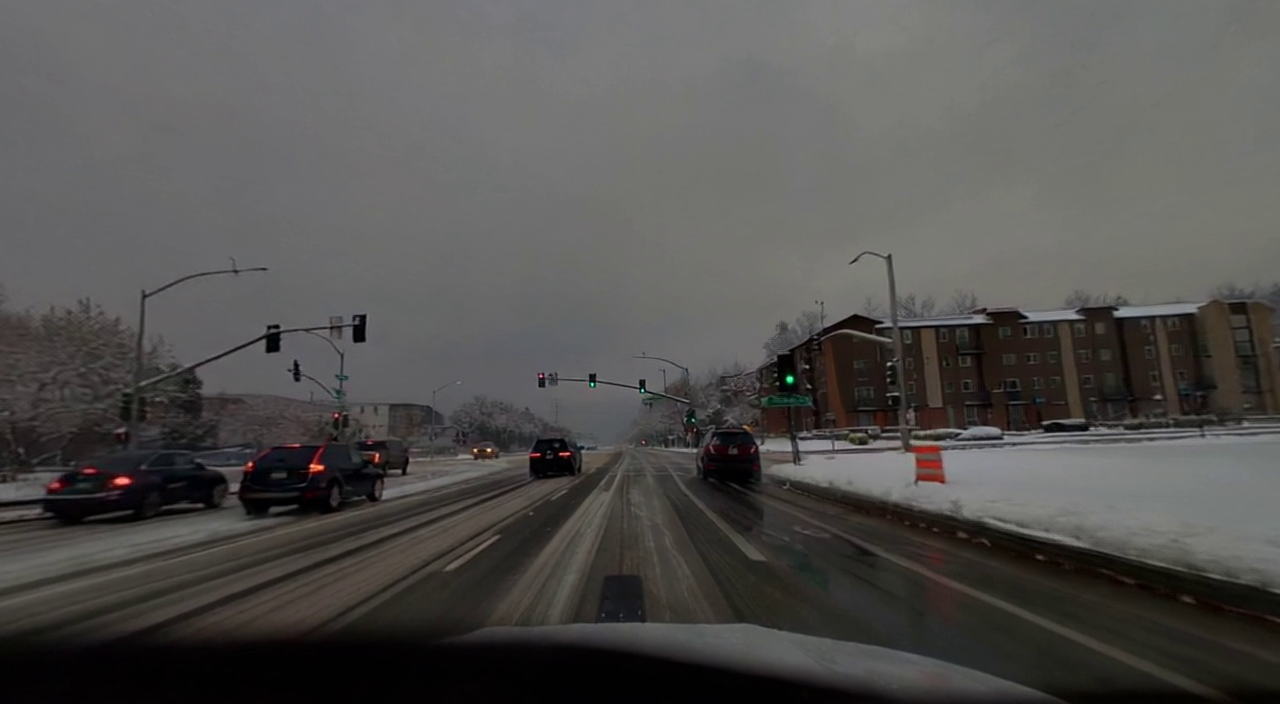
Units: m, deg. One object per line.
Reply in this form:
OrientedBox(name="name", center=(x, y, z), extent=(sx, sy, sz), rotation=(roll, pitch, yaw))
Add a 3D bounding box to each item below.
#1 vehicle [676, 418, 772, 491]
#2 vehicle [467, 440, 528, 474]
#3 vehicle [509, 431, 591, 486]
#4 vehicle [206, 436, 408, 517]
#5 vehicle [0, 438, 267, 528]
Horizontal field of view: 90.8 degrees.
OrientedBox(name="vehicle", center=(2.278, 2.959, 18.431), extent=(2.197, 1.835, 4.316), rotation=(0, -9, 0))
OrientedBox(name="vehicle", center=(-6.704, 4.959, 30.099), extent=(1.993, 1.492, 3.666), rotation=(0, -9, 0))
OrientedBox(name="vehicle", center=(-2.895, 3.532, 21.242), extent=(2.121, 1.654, 3.993), rotation=(0, -8, 1))
OrientedBox(name="vehicle", center=(-7.068, 2.672, 14.123), extent=(1.928, 1.488, 4.635), rotation=(0, -8, 1))
OrientedBox(name="vehicle", center=(-9.898, 2.531, 12.865), extent=(1.874, 1.492, 4.475), rotation=(0, -9, 0))
